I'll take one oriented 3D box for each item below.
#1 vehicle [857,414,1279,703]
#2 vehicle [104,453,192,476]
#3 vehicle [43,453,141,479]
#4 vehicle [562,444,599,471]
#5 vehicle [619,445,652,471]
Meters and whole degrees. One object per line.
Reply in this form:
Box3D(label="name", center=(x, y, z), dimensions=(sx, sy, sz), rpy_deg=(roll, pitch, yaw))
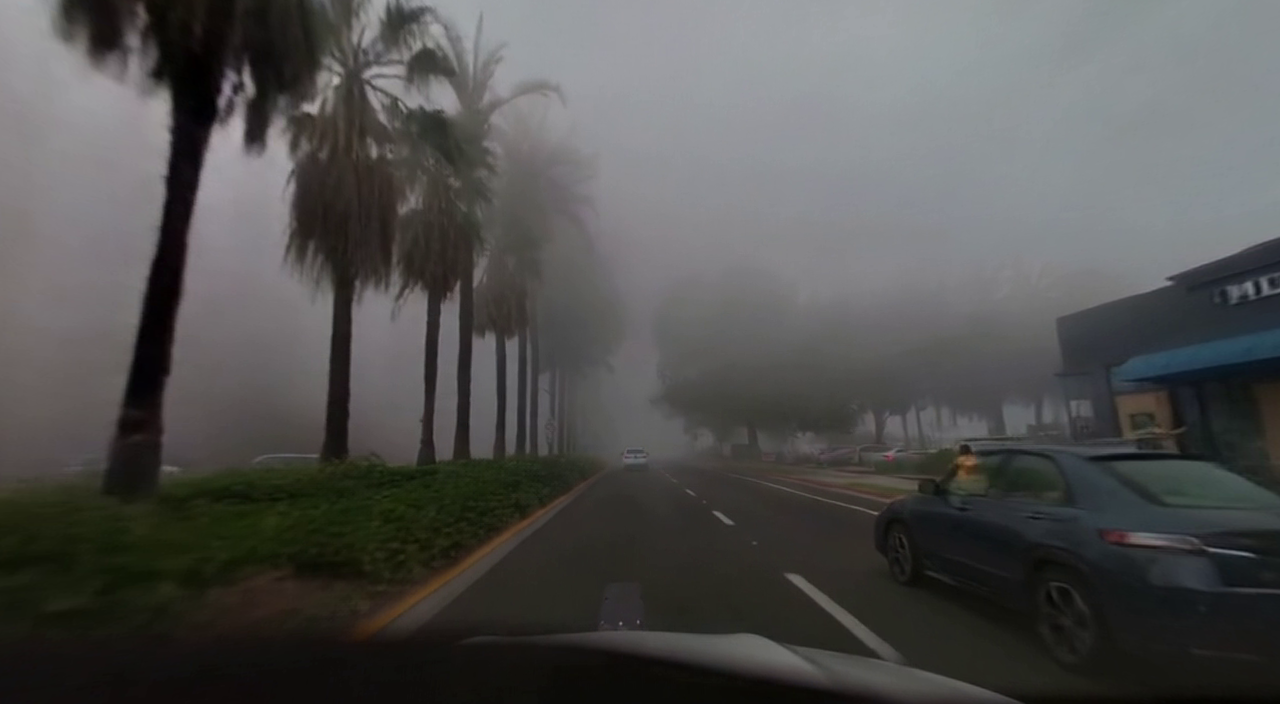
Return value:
Box3D(label="vehicle", center=(3.590, 1.355, 4.896), dimensions=(2.090, 1.503, 4.566), rpy_deg=(0, -9, -1))
Box3D(label="vehicle", center=(-35.089, 7.995, 45.166), dimensions=(4.515, 1.552, 2.036), rpy_deg=(0, -9, -1))
Box3D(label="vehicle", center=(-34.698, 7.206, 40.061), dimensions=(4.277, 1.537, 1.942), rpy_deg=(0, -9, -3))
Box3D(label="vehicle", center=(-4.055, 7.276, 43.645), dimensions=(2.071, 1.744, 4.500), rpy_deg=(0, -9, 0))
Box3D(label="vehicle", center=(-0.317, 7.086, 42.299), dimensions=(2.102, 1.653, 3.698), rpy_deg=(0, -9, -2))
